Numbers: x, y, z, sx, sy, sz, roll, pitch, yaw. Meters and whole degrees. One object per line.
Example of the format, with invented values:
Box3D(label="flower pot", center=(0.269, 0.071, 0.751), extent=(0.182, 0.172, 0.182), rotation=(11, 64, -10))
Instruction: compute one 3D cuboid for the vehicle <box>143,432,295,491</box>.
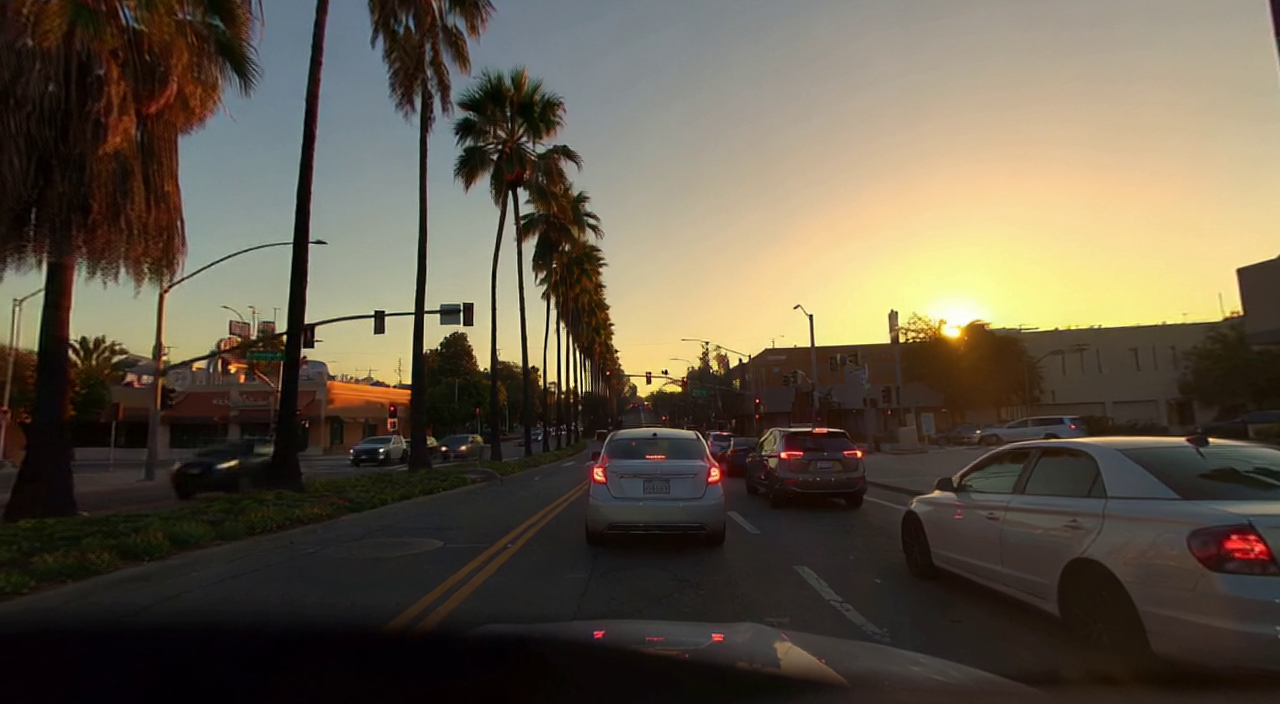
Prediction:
Box3D(label="vehicle", center=(-13.182, 3.436, 20.113), extent=(2.000, 1.609, 4.219), rotation=(-1, -8, -2))

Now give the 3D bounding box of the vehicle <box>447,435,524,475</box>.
Box3D(label="vehicle", center=(-6.050, 4.093, 25.223), extent=(1.822, 1.456, 4.396), rotation=(-1, -8, 2))

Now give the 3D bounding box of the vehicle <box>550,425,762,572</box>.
Box3D(label="vehicle", center=(0.172, 1.787, 8.460), extent=(2.140, 1.474, 4.026), rotation=(0, -8, 1))

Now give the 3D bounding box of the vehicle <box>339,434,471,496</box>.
Box3D(label="vehicle", center=(-6.256, 3.050, 17.362), extent=(1.900, 1.487, 4.165), rotation=(0, -8, 2))

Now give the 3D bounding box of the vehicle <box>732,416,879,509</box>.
Box3D(label="vehicle", center=(3.489, 2.442, 14.304), extent=(2.169, 1.751, 4.276), rotation=(0, -8, 0))

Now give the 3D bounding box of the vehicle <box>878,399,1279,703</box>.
Box3D(label="vehicle", center=(3.535, 1.226, 4.471), extent=(1.910, 1.490, 4.661), rotation=(0, -8, 1))
